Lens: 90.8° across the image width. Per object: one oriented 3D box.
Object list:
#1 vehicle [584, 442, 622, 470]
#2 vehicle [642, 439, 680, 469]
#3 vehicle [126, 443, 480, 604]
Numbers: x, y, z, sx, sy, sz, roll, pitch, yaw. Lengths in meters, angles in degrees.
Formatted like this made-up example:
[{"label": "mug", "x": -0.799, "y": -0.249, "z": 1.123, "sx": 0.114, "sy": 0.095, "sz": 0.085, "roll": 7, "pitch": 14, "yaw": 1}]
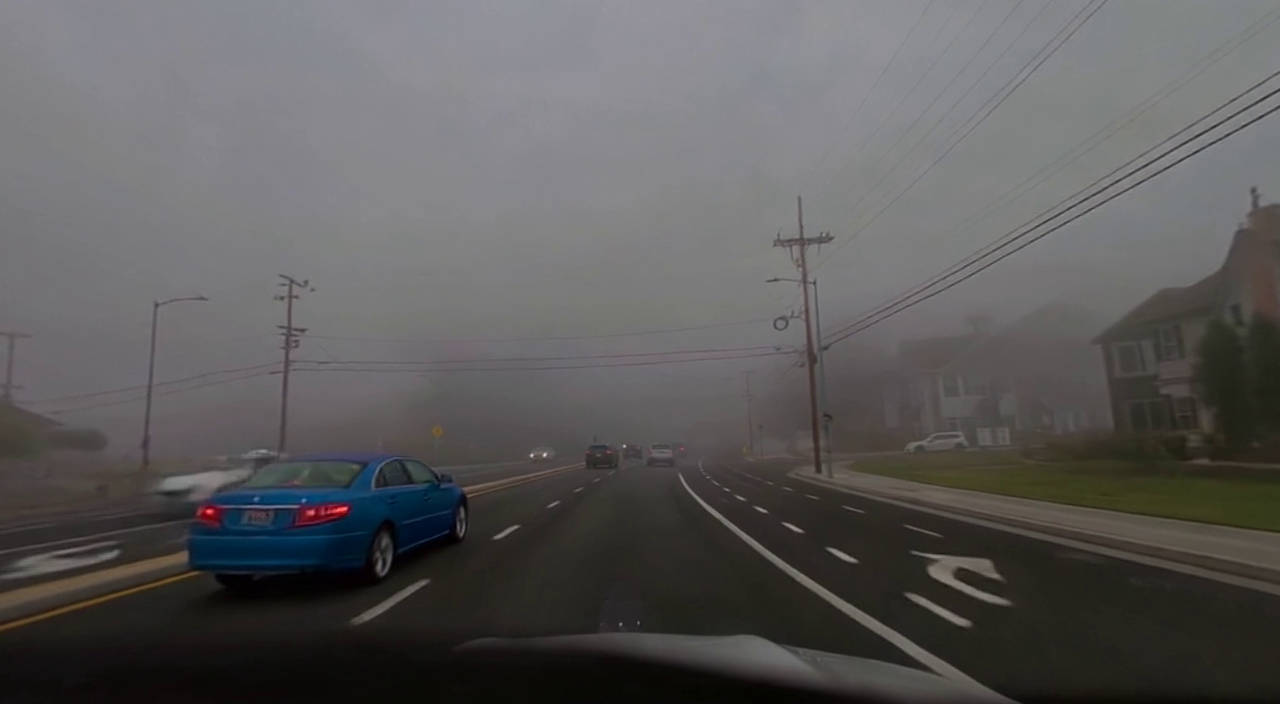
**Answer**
[{"label": "vehicle", "x": -2.330, "y": 6.652, "z": 40.738, "sx": 1.899, "sy": 1.685, "sz": 4.121, "roll": -1, "pitch": -9, "yaw": 5}, {"label": "vehicle", "x": 1.413, "y": 6.536, "z": 40.673, "sx": 2.155, "sy": 1.836, "sz": 4.250, "roll": -1, "pitch": -9, "yaw": 5}, {"label": "vehicle", "x": -3.577, "y": 1.866, "z": 7.896, "sx": 1.901, "sy": 1.409, "sz": 4.442, "roll": 0, "pitch": -9, "yaw": 1}]
